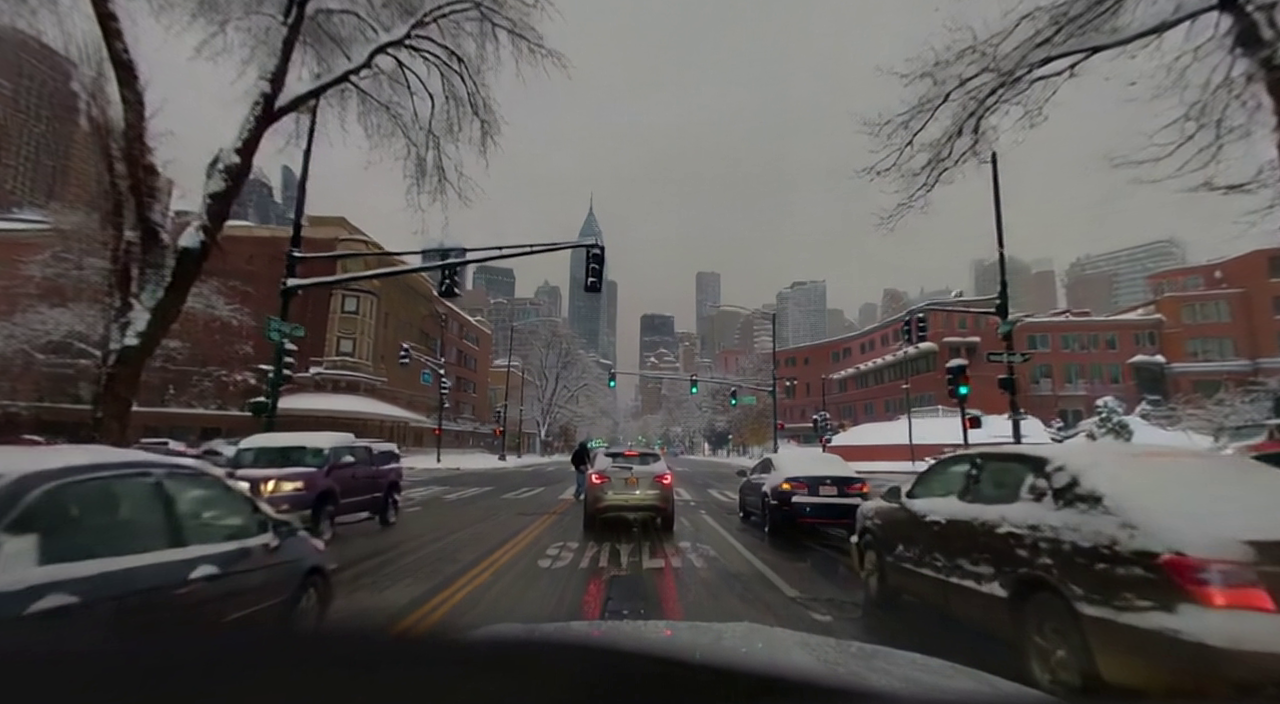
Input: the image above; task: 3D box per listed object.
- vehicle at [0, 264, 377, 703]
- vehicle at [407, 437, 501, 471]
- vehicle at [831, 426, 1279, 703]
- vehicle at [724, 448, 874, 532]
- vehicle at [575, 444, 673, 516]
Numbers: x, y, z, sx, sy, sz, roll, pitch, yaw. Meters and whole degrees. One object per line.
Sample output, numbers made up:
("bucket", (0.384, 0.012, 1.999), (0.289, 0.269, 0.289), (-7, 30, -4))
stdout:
("vehicle", (-2.935, 0.868, 2.959), (1.683, 2.039, 3.703), (0, -8, 1))
("vehicle", (-9.902, 5.419, 33.557), (4.556, 1.689, 1.982), (-4, -9, 25))
("vehicle", (3.298, 1.453, 5.197), (1.973, 1.537, 4.533), (0, -8, -1))
("vehicle", (3.140, 2.807, 13.545), (1.942, 1.443, 4.468), (0, -8, -2))
("vehicle", (-0.417, 2.935, 15.029), (2.031, 1.461, 3.763), (0, -8, -3))
